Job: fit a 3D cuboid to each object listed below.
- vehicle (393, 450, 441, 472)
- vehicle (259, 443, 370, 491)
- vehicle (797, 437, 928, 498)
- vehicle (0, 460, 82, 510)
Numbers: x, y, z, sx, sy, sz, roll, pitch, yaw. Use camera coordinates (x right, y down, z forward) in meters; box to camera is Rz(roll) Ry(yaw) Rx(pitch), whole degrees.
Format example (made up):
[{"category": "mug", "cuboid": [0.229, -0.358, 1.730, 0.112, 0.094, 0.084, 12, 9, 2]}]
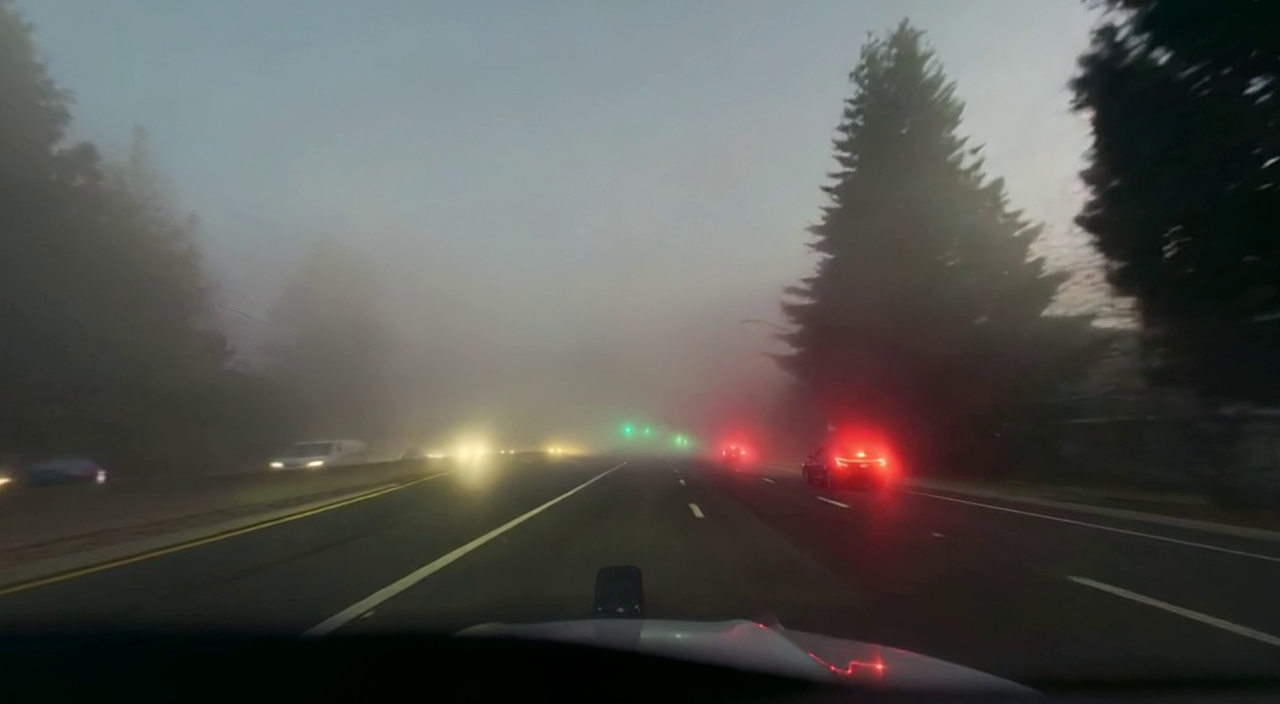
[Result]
[{"category": "vehicle", "cuboid": [-16.251, 7.959, 46.278, 1.903, 1.477, 4.721, 0, -9, -1]}, {"category": "vehicle", "cuboid": [-12.392, 4.394, 24.458, 1.992, 1.651, 4.486, 0, -9, -1]}, {"category": "vehicle", "cuboid": [6.320, 3.331, 18.630, 2.113, 1.520, 4.650, 0, -9, -1]}, {"category": "vehicle", "cuboid": [-22.881, 4.738, 22.599, 1.851, 1.608, 4.452, 0, -9, -2]}]
